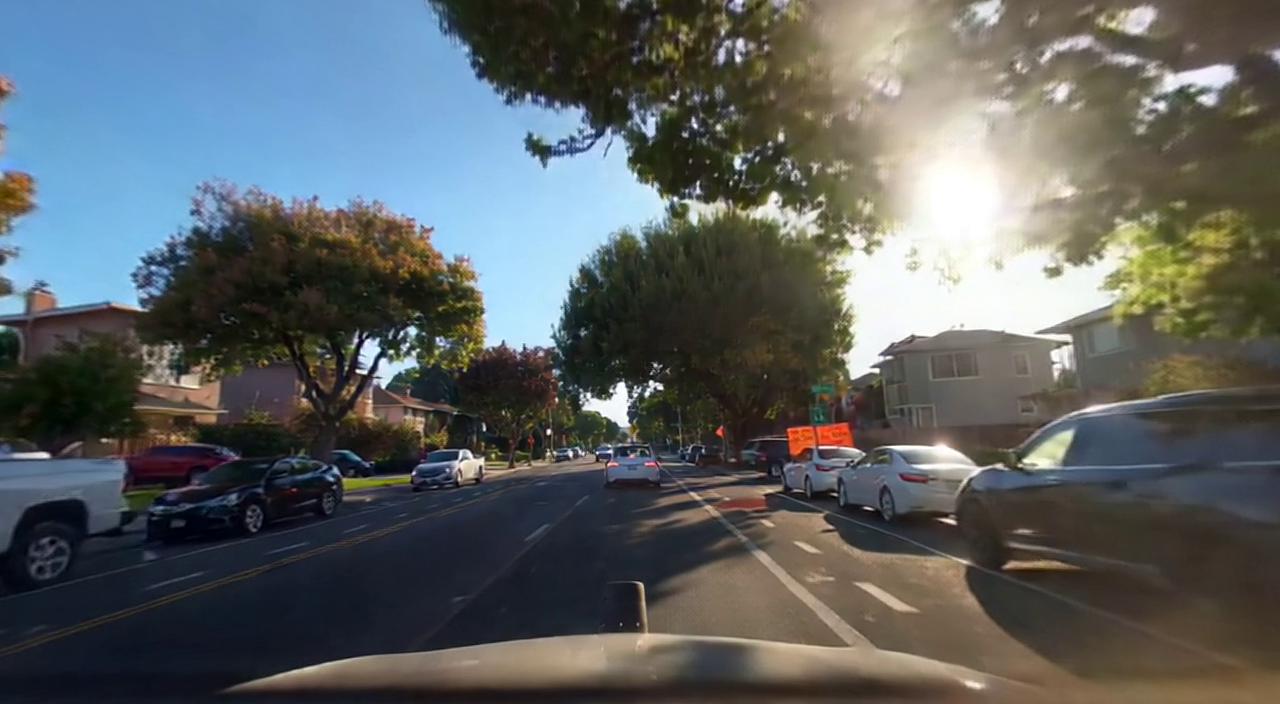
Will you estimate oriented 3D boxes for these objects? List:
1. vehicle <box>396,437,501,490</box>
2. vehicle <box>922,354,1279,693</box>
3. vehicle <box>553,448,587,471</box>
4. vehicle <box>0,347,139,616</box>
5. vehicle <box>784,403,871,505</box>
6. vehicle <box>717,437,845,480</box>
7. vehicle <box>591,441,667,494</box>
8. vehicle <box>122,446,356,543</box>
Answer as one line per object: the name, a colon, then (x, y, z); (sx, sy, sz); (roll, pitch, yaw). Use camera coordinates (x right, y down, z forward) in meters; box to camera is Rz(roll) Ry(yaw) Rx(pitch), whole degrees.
vehicle: (-8.174, 4.829, 27.694); (2.659, 2.047, 6.014); (0, -9, 1)
vehicle: (4.837, 1.220, 5.135); (2.279, 1.946, 5.925); (0, -9, 0)
vehicle: (-5.106, 7.697, 45.311); (1.997, 1.464, 4.925); (2, -9, -11)
vehicle: (-7.620, 1.194, 5.636); (2.526, 2.631, 4.228); (0, -9, 3)
vehicle: (5.235, 2.868, 17.895); (1.409, 2.648, 2.645); (0, -8, -4)
vehicle: (6.497, 4.860, 28.989); (5.503, 1.853, 2.218); (-3, -9, 17)
vehicle: (-0.281, 3.606, 20.025); (2.151, 1.481, 4.084); (0, -9, 1)
vehicle: (-8.056, 2.844, 13.313); (2.036, 1.676, 4.440); (0, -9, -1)
